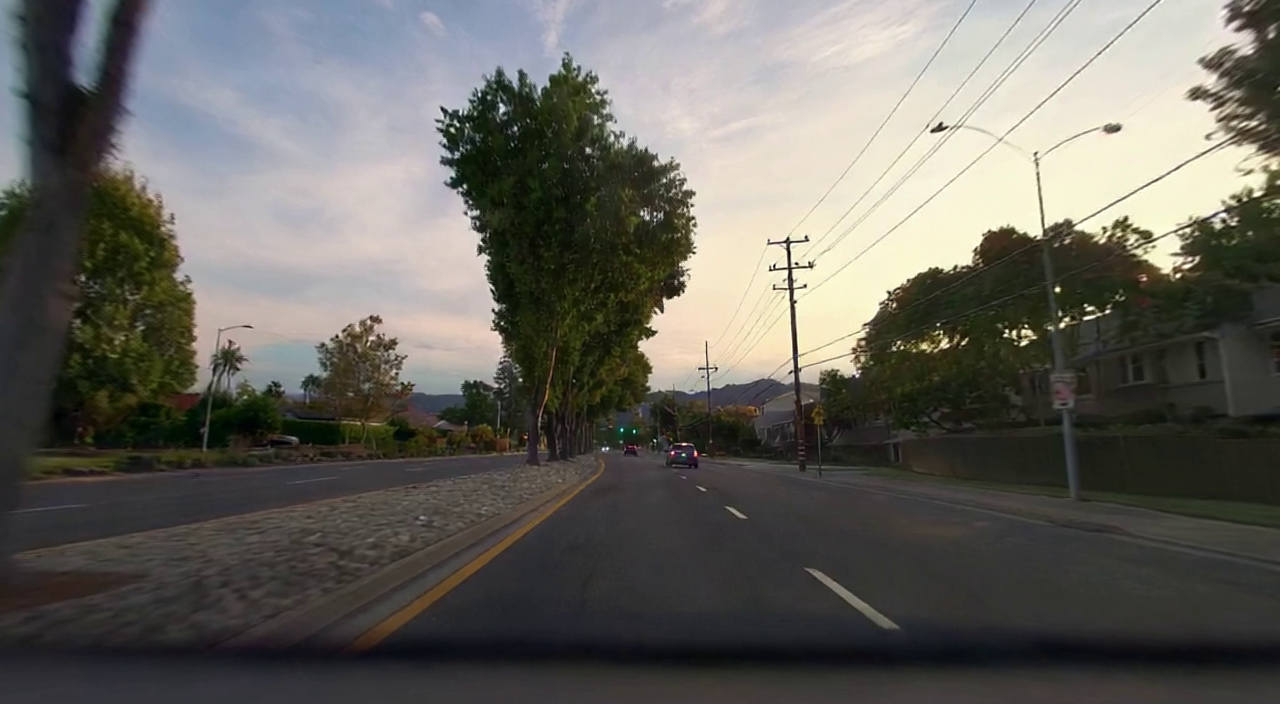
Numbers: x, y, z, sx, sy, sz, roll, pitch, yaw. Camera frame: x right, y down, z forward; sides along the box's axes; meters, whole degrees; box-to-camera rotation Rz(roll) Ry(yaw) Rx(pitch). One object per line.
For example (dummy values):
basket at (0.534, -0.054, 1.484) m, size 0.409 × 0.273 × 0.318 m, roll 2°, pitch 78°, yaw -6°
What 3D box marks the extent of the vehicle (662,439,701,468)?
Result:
vehicle at (2.686, 6.708, 42.005) m, size 2.240 × 1.781 × 4.433 m, roll 0°, pitch -8°, yaw -1°
